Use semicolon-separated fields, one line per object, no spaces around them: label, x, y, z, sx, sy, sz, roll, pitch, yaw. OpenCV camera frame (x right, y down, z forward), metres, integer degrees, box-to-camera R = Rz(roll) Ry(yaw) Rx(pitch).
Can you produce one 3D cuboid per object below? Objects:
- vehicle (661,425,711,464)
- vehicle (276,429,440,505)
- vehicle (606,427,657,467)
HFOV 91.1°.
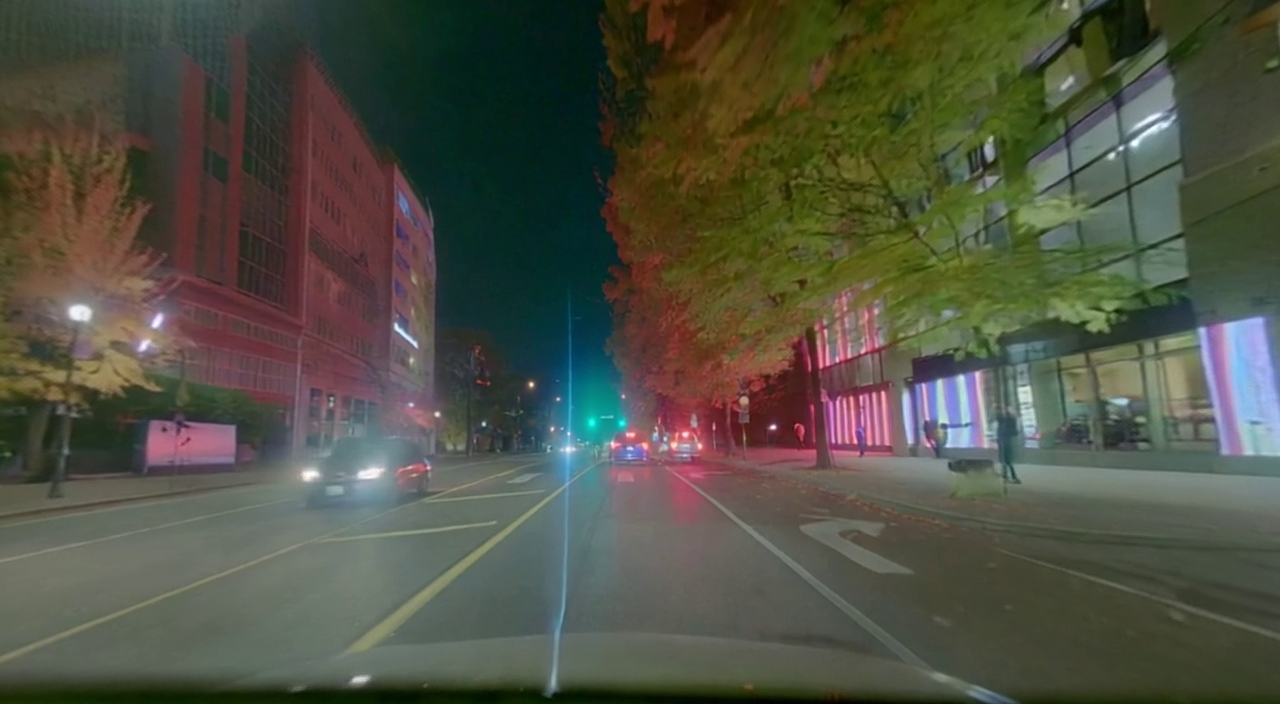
vehicle;2.430;5.016;34.274;2.147;1.968;4.478;1;-8;-3
vehicle;-6.341;2.598;14.839;2.121;1.489;4.430;1;-8;-5
vehicle;-0.442;4.491;29.908;2.274;1.736;4.083;0;-8;-2
